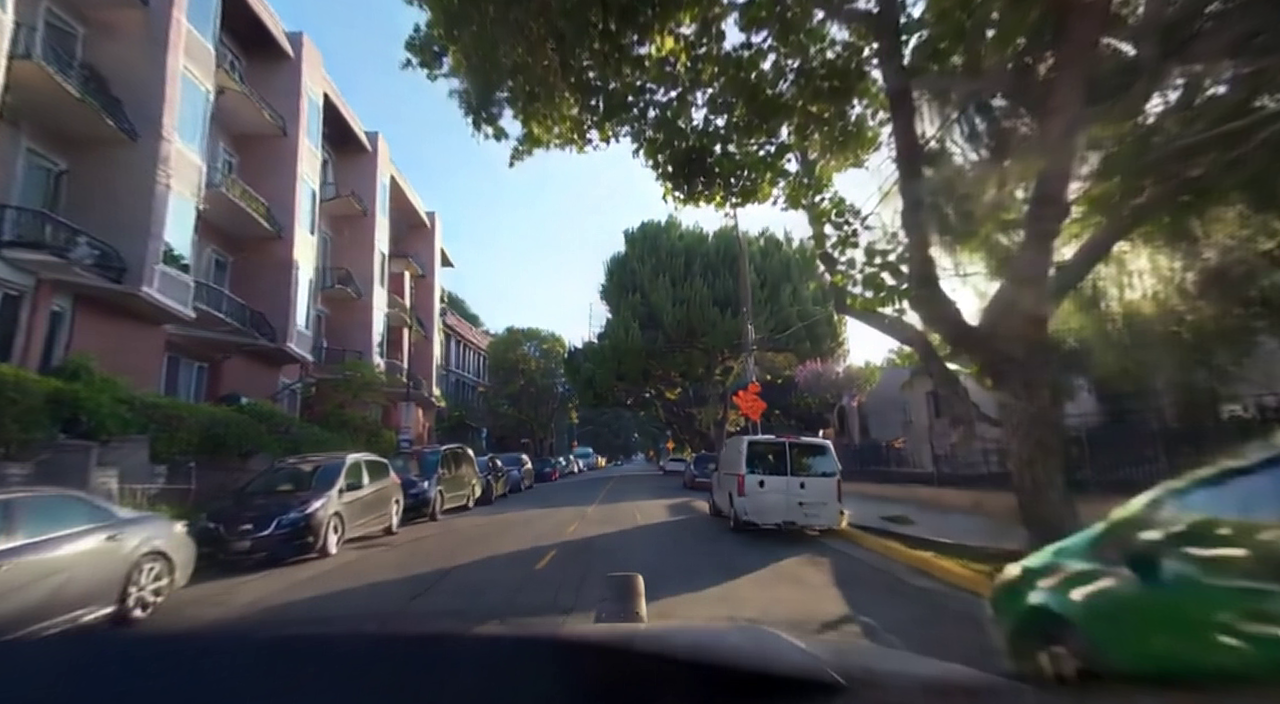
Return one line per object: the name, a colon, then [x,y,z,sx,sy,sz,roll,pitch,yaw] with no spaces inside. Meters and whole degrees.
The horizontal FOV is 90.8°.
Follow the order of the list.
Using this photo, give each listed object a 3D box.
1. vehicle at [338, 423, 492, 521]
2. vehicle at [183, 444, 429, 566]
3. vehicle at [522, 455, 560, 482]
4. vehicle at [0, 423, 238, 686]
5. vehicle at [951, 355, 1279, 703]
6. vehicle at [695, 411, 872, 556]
vehicle: [-5.637,3.230,16.862,2.196,2.059,5.748,-2,-12,-2]
vehicle: [-5.617,2.578,11.509,1.838,1.725,4.660,-1,-9,1]
vehicle: [-5.807,6.880,37.480,1.722,1.491,3.431,0,-9,0]
vehicle: [-5.575,1.562,4.637,2.101,1.646,5.001,-2,-2,-1]
vehicle: [2.842,0.721,1.029,2.031,1.655,5.148,0,-9,0]
vehicle: [2.643,2.454,13.280,2.259,2.119,5.281,-1,-2,-3]
